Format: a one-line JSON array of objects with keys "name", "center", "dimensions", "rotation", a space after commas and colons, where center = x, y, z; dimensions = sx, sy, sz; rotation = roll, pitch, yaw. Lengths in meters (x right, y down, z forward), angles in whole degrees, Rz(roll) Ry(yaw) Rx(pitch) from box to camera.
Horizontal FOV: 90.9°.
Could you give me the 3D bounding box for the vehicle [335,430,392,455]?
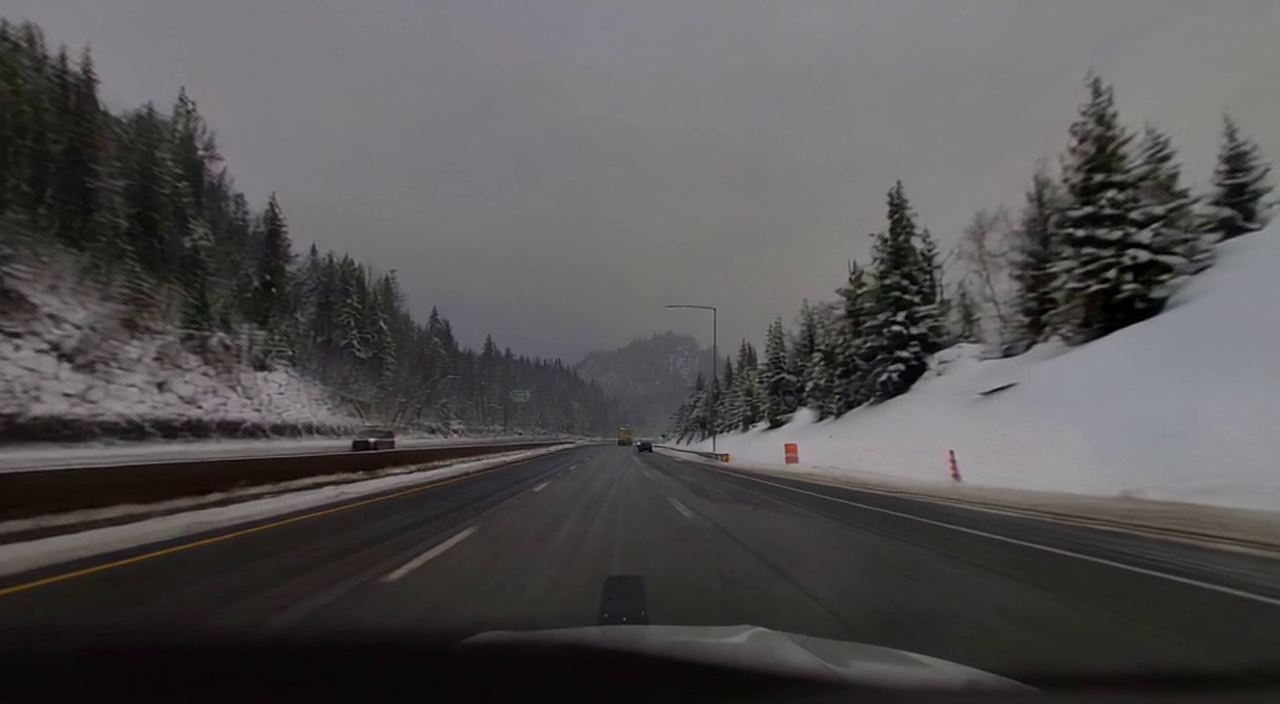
[{"name": "vehicle", "center": [-19.527, 6.432, 44.723], "dimensions": [1.952, 1.661, 4.651], "rotation": [0, -9, 0]}]
